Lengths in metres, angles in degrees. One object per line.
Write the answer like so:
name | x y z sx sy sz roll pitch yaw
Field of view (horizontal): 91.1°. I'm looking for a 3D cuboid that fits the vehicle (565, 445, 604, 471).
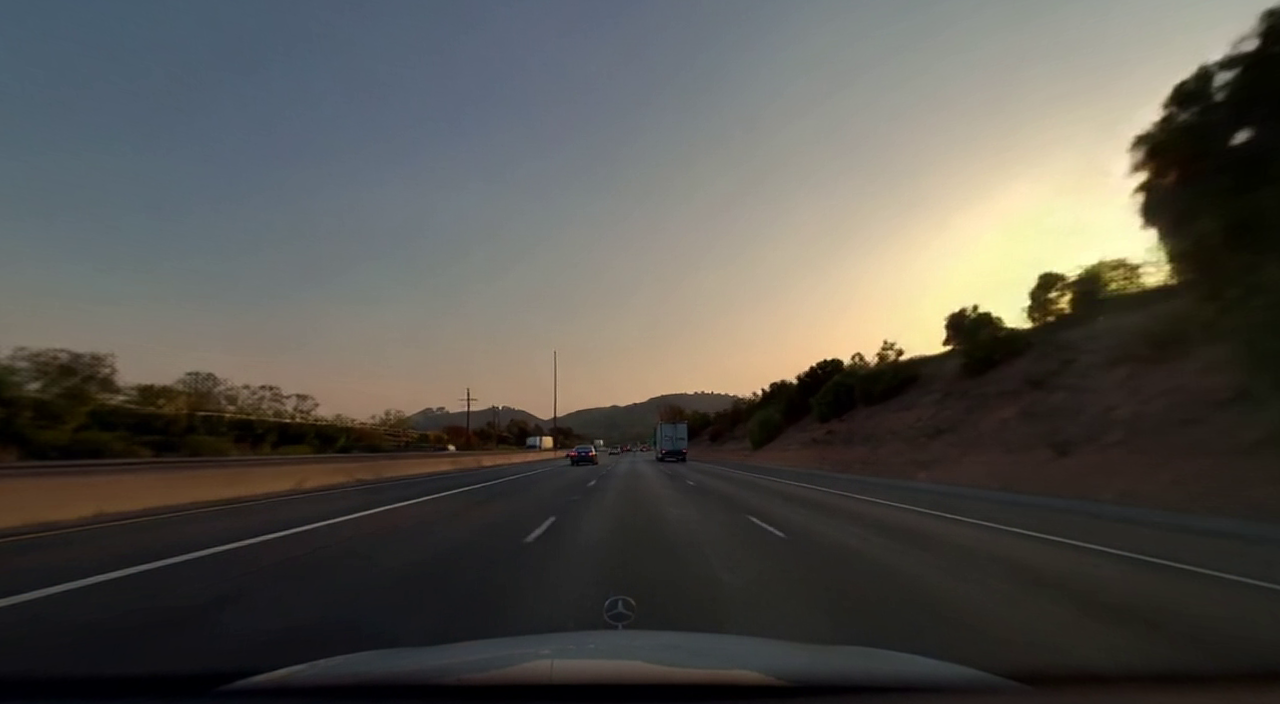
vehicle | -3.404 6.630 39.395 2.100 1.525 4.179 0 -9 -1
